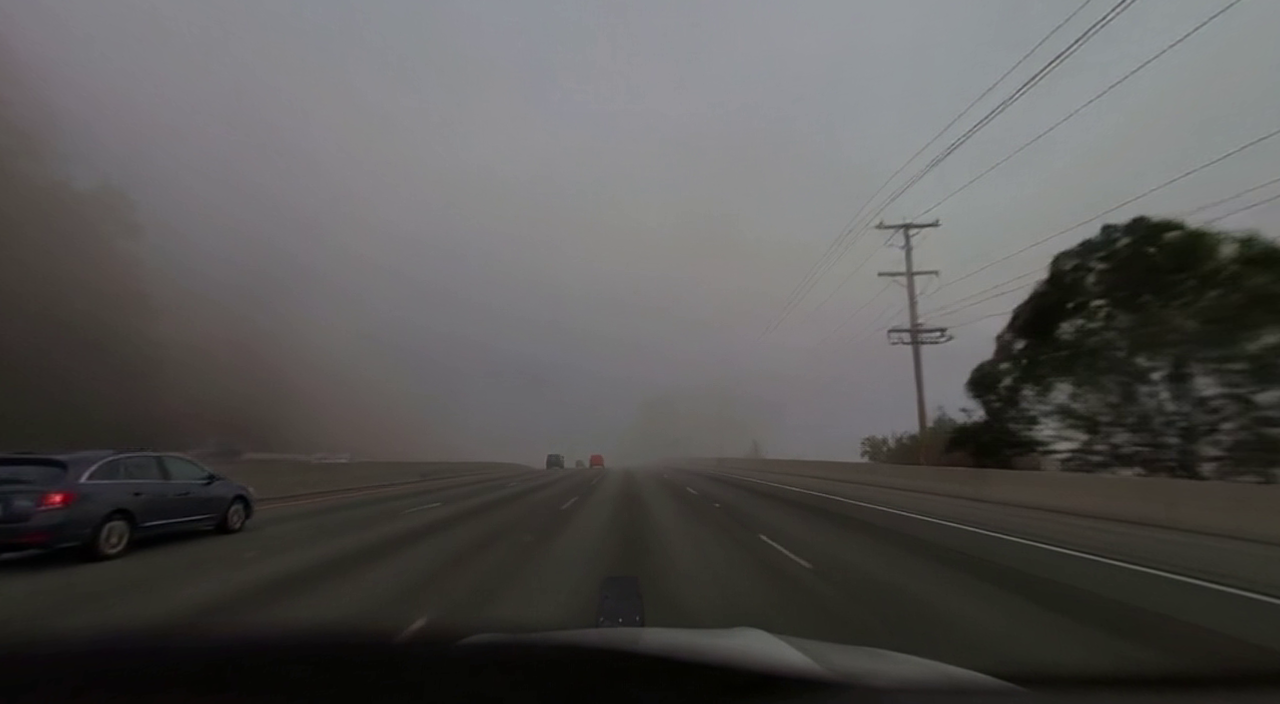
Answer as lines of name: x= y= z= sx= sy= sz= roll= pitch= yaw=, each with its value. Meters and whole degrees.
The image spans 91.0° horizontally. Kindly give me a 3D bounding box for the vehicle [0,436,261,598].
vehicle: x=-7.081 y=1.861 z=7.877 sx=1.999 sy=1.527 sz=4.238 roll=0 pitch=-9 yaw=0
